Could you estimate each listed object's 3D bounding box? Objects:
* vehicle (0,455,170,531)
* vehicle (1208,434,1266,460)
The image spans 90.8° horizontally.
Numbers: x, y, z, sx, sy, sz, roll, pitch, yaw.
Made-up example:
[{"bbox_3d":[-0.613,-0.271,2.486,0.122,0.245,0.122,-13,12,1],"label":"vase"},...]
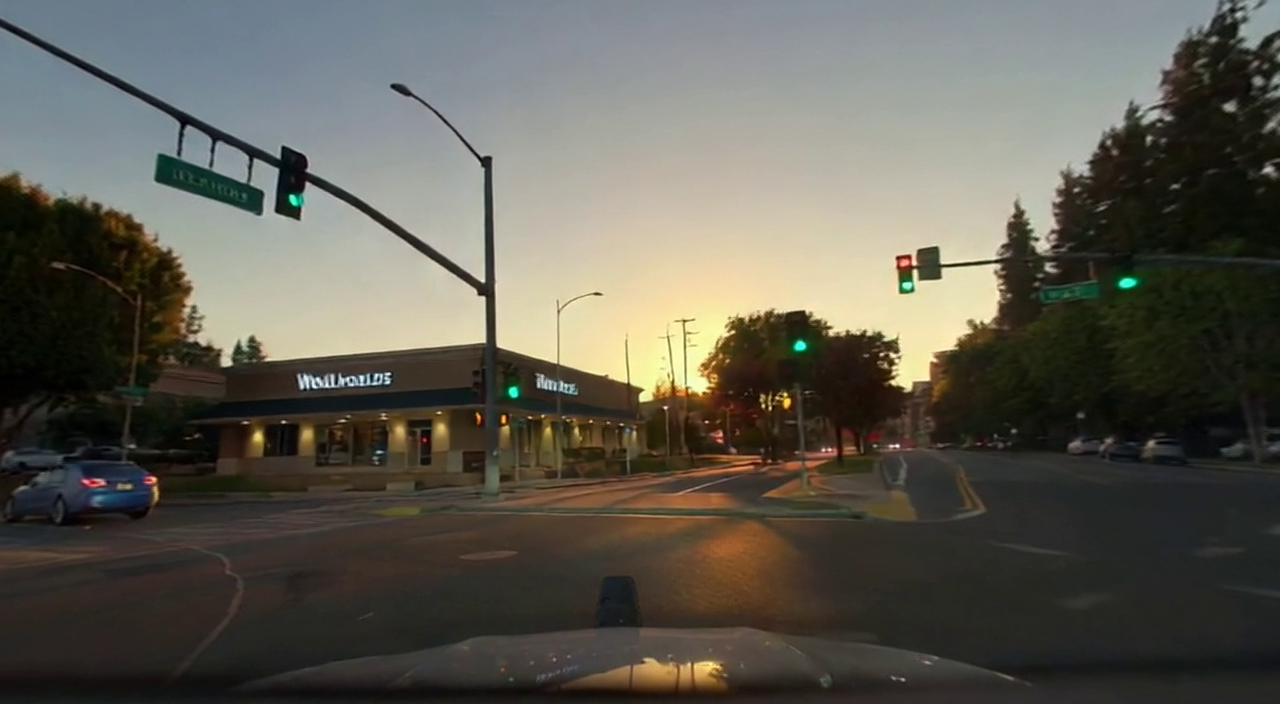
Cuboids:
[{"bbox_3d":[-14.736,3.504,16.277,4.312,1.642,2.197,-4,-9,23],"label":"vehicle"},{"bbox_3d":[40.470,6.434,42.812,4.113,1.606,2.219,7,-11,-39],"label":"vehicle"}]
